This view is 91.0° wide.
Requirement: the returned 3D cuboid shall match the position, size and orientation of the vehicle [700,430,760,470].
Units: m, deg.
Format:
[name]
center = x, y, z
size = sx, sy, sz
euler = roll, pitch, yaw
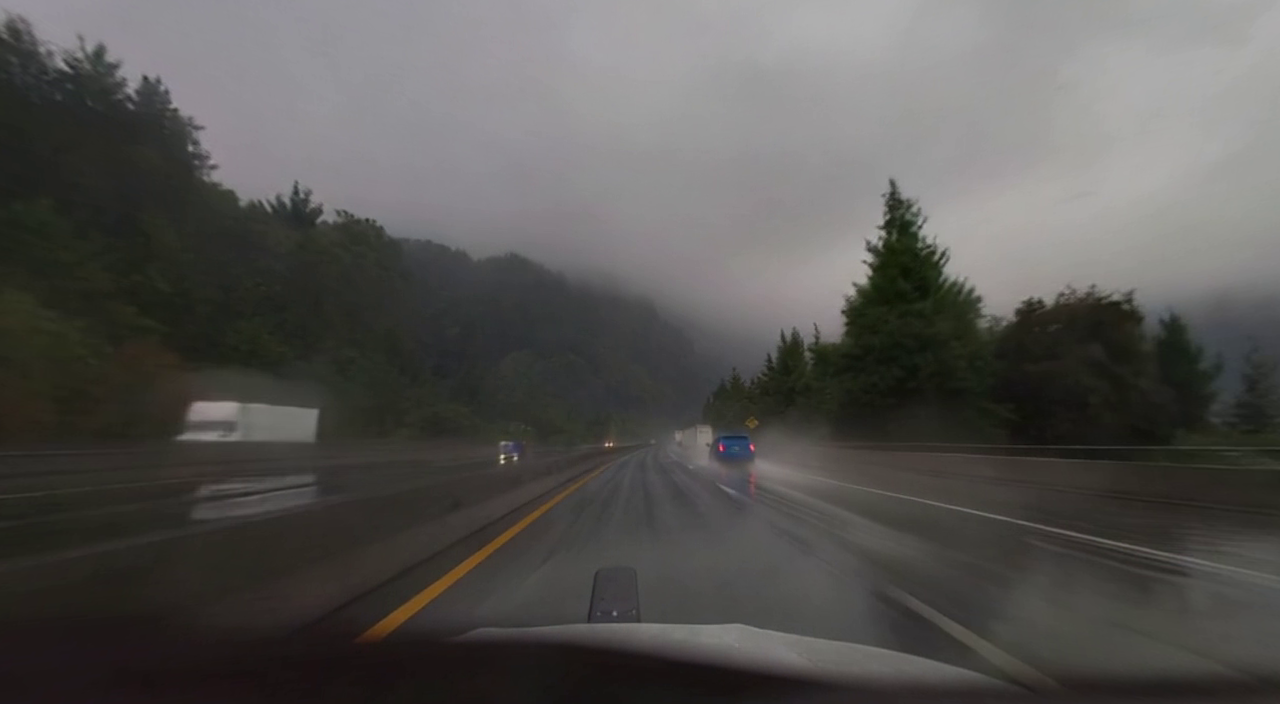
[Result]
[vehicle]
center = 3.969, 4.405, 28.467
size = 2.022, 1.663, 4.245
euler = 0, -8, 0
